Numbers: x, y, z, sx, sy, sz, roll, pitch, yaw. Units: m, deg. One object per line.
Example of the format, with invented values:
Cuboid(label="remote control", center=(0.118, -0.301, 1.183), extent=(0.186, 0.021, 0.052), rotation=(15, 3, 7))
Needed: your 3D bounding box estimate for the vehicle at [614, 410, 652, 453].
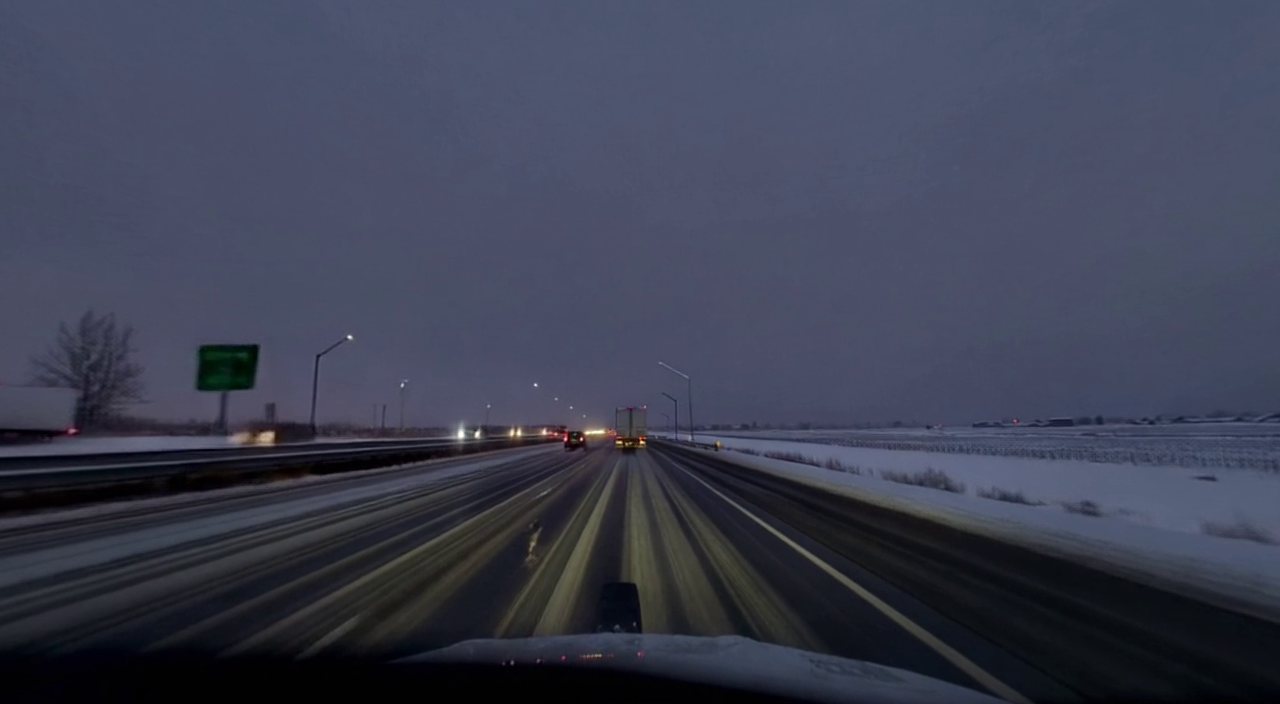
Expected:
Cuboid(label="vehicle", center=(-0.590, 5.495, 43.398), extent=(2.418, 2.704, 6.445), rotation=(0, -8, -2))

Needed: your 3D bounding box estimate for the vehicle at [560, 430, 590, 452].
Cuboid(label="vehicle", center=(-4.777, 6.554, 46.614), extent=(1.932, 1.544, 3.864), rotation=(0, -8, -1))

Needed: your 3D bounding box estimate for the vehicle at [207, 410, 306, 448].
Cuboid(label="vehicle", center=(-19.943, 4.086, 32.966), extent=(2.120, 1.827, 4.830), rotation=(0, -8, 0))

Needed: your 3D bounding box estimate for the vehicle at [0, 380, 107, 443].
Cuboid(label="vehicle", center=(-41.767, 3.973, 41.155), extent=(2.874, 3.938, 13.029), rotation=(0, -8, -3))
